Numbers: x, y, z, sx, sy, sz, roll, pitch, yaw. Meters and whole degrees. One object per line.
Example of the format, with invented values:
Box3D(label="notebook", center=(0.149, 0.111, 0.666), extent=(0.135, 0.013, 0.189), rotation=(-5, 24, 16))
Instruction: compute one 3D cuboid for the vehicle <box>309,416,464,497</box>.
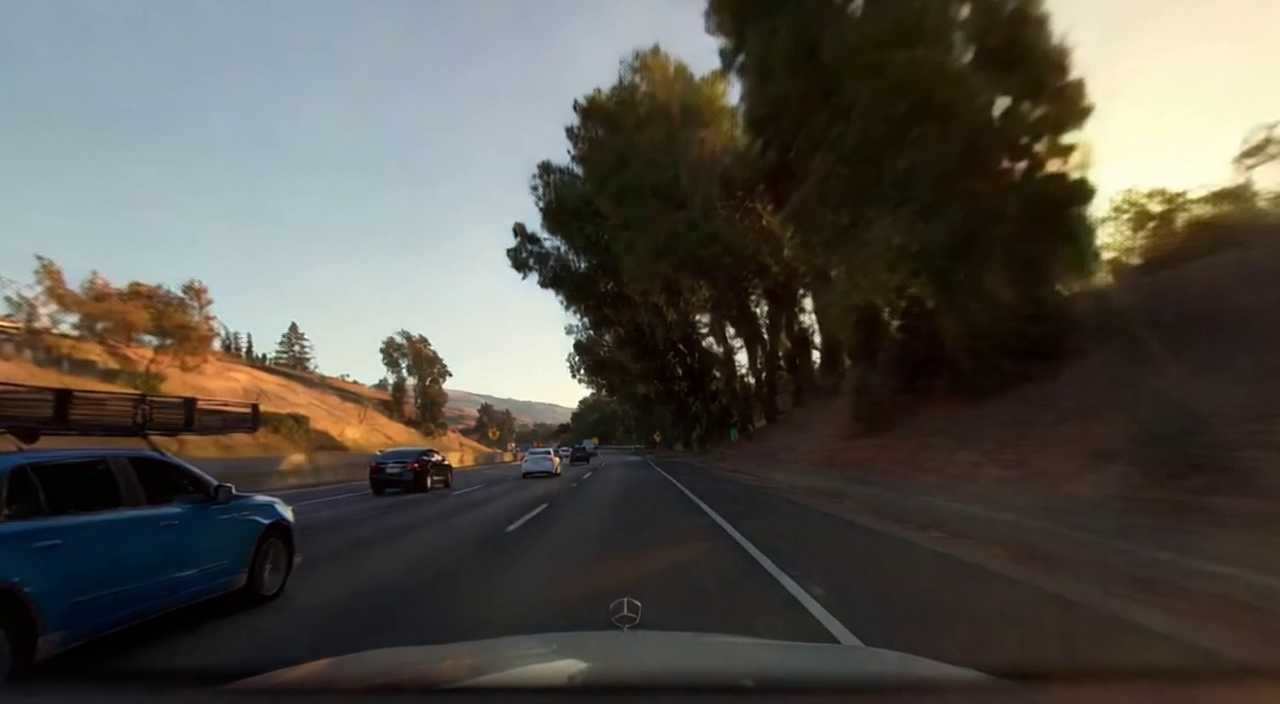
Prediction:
Box3D(label="vehicle", center=(-8.007, 3.411, 20.826), extent=(2.594, 2.254, 6.028), rotation=(0, -9, 0))

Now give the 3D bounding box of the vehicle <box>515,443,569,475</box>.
Box3D(label="vehicle", center=(-4.927, 5.468, 32.274), extent=(2.012, 1.509, 4.359), rotation=(0, -9, 0))

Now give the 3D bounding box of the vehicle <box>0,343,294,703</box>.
Box3D(label="vehicle", center=(-4.038, 0.840, 2.664), extent=(2.200, 1.807, 5.041), rotation=(0, -9, 1))
